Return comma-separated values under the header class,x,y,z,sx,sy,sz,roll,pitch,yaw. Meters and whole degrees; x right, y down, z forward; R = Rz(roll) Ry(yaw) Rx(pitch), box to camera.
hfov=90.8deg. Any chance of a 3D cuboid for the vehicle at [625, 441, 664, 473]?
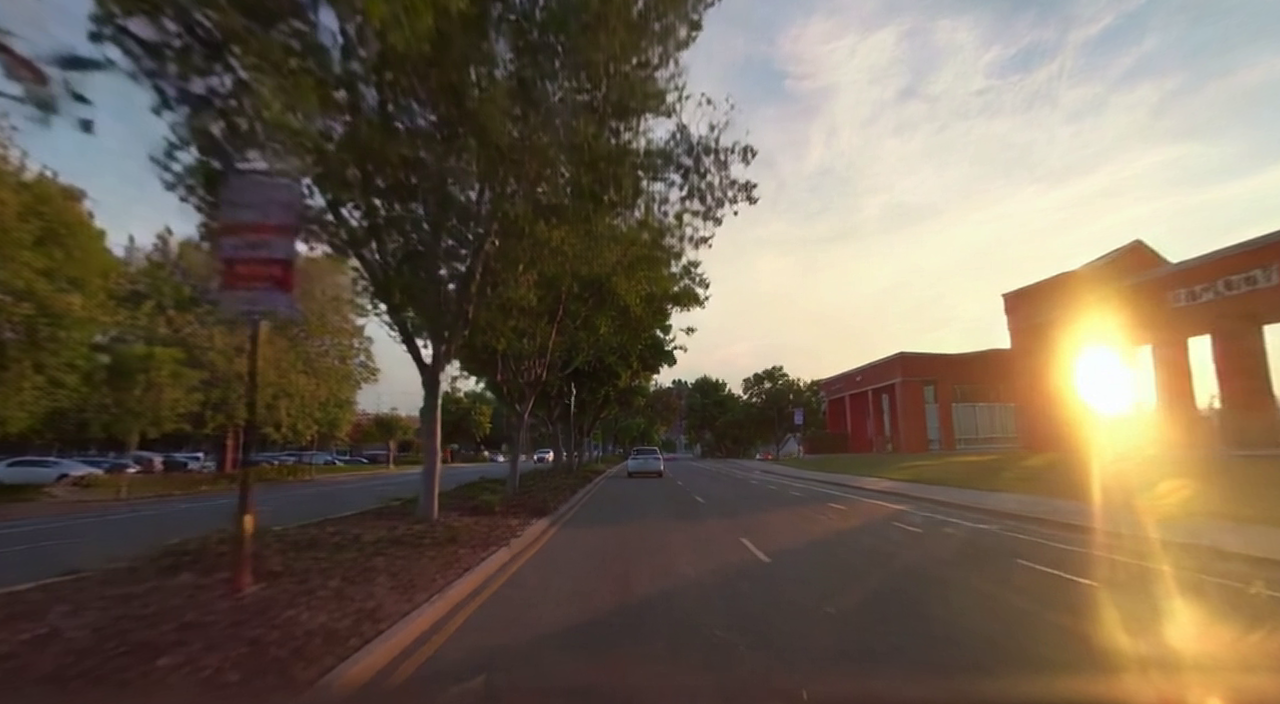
class,x,y,z,sx,sy,sz,roll,pitch,yaw
vehicle,0.261,6.038,36.457,2.123,1.703,4.292,-1,-9,1
